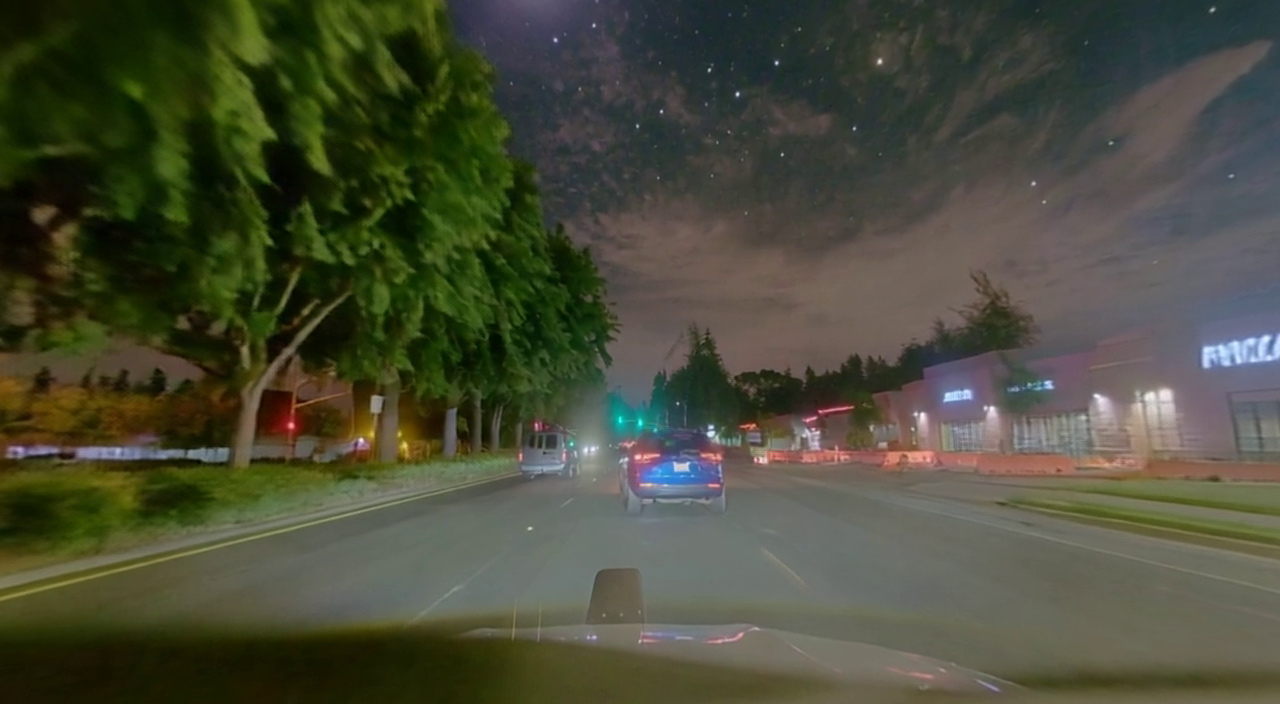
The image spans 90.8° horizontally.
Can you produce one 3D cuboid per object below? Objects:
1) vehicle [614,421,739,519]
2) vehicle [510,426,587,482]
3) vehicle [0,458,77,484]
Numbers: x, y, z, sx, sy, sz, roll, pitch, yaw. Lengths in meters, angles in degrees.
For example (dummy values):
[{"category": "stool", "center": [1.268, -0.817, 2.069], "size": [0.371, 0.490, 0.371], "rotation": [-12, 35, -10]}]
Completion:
[{"category": "vehicle", "center": [0.566, 2.424, 13.433], "size": [2.168, 1.725, 4.192], "rotation": [0, -8, -3]}, {"category": "vehicle", "center": [-3.605, 4.174, 26.078], "size": [2.357, 2.063, 5.488], "rotation": [0, -8, 0]}, {"category": "vehicle", "center": [-38.314, 7.524, 40.144], "size": [1.821, 1.463, 4.434], "rotation": [2, -9, -15]}]
